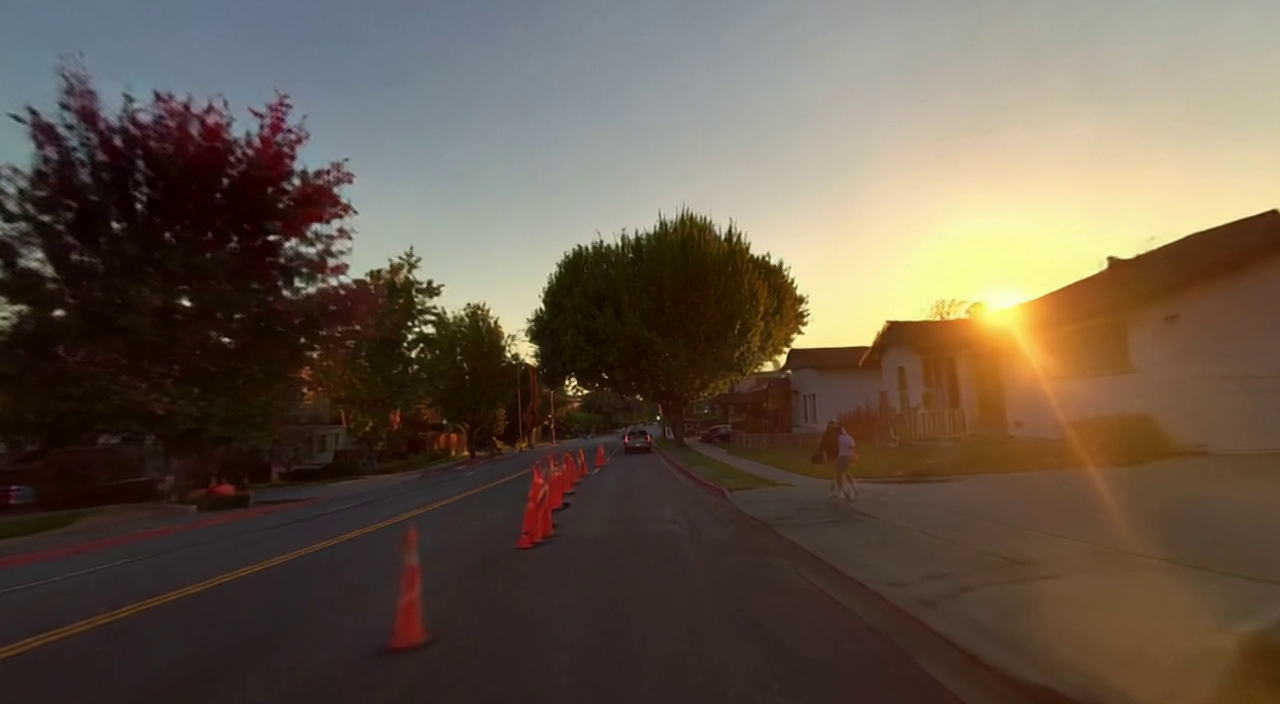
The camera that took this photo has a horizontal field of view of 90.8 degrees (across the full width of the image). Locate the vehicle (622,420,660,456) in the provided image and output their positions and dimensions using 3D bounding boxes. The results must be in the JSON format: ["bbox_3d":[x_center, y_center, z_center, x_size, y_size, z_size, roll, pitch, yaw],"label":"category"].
[{"bbox_3d":[-0.030,5.231,38.226,2.169,2.015,5.206,0,-8,-2],"label":"vehicle"}]

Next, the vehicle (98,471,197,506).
[{"bbox_3d":[-25.487,7.027,32.698,4.314,1.583,1.779,-3,-9,18],"label":"vehicle"}]
